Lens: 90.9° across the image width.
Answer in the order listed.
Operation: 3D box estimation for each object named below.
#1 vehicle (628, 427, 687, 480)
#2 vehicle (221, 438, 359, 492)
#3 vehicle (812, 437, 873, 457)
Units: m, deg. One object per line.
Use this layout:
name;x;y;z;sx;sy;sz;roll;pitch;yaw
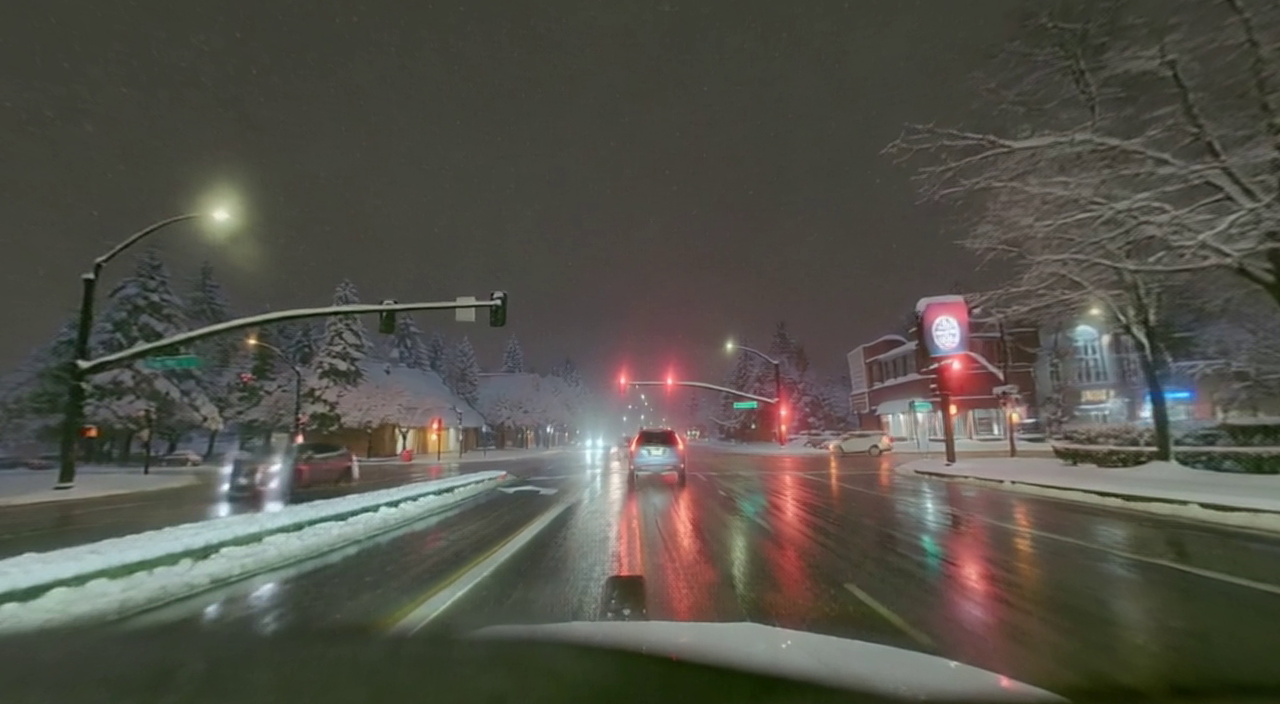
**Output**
vehicle;0.616;3.744;23.497;1.994;1.759;4.186;0;-8;1
vehicle;-12.023;3.885;22.084;1.954;1.673;4.460;-1;-8;6
vehicle;15.273;7.217;47.714;3.963;1.480;1.774;-1;-8;3
